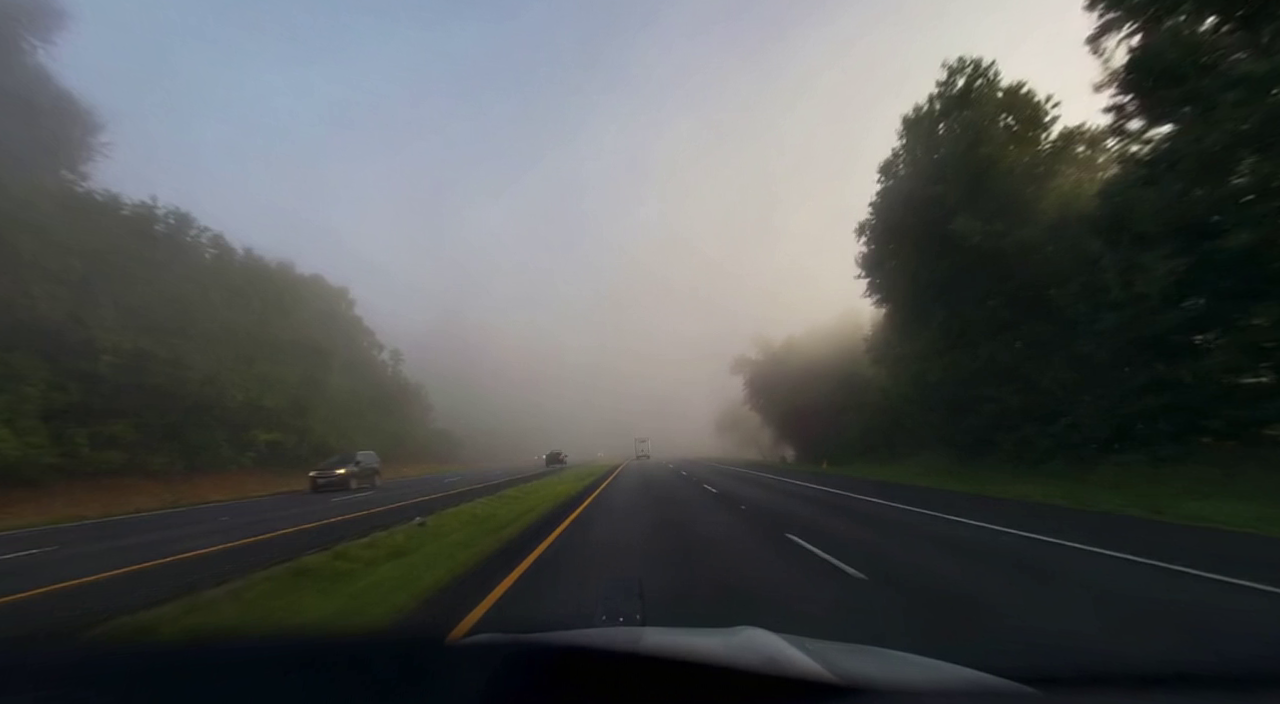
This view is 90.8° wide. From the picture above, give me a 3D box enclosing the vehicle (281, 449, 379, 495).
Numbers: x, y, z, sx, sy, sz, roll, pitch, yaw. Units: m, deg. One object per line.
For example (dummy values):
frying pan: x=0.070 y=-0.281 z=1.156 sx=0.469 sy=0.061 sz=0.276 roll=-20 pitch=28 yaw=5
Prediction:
vehicle: x=-14.463 y=5.585 z=29.814 sx=2.114 sy=1.981 sz=4.822 roll=0 pitch=-9 yaw=0
